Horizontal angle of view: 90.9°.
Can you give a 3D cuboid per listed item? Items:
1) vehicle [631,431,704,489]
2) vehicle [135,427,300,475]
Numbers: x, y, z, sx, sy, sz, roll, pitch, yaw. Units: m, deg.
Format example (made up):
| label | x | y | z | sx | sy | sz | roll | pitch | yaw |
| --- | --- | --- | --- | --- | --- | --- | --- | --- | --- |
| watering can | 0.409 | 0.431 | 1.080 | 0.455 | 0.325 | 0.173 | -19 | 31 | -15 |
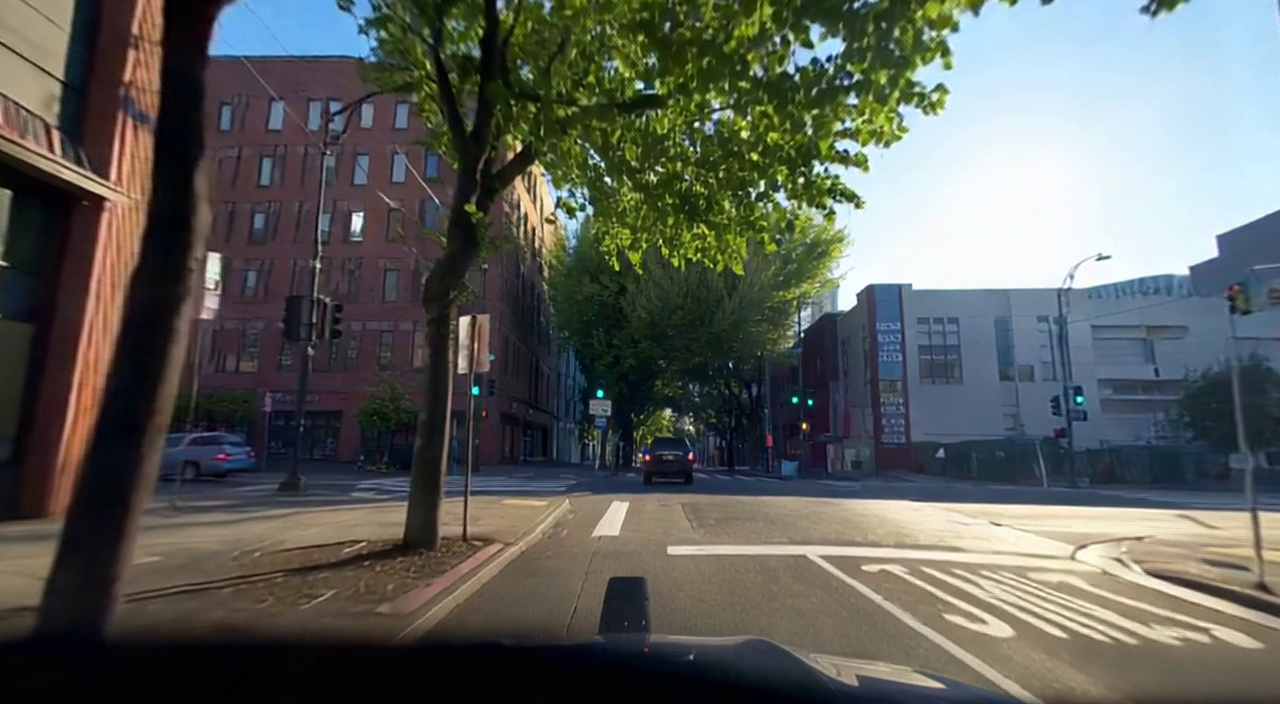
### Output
| label | x | y | z | sx | sy | sz | roll | pitch | yaw |
| --- | --- | --- | --- | --- | --- | --- | --- | --- | --- |
| vehicle | 0.838 | 3.391 | 20.115 | 2.079 | 1.621 | 3.861 | -1 | -8 | 1 |
| vehicle | -14.345 | 3.383 | 21.576 | 4.282 | 1.519 | 2.077 | -2 | -8 | 7 |
